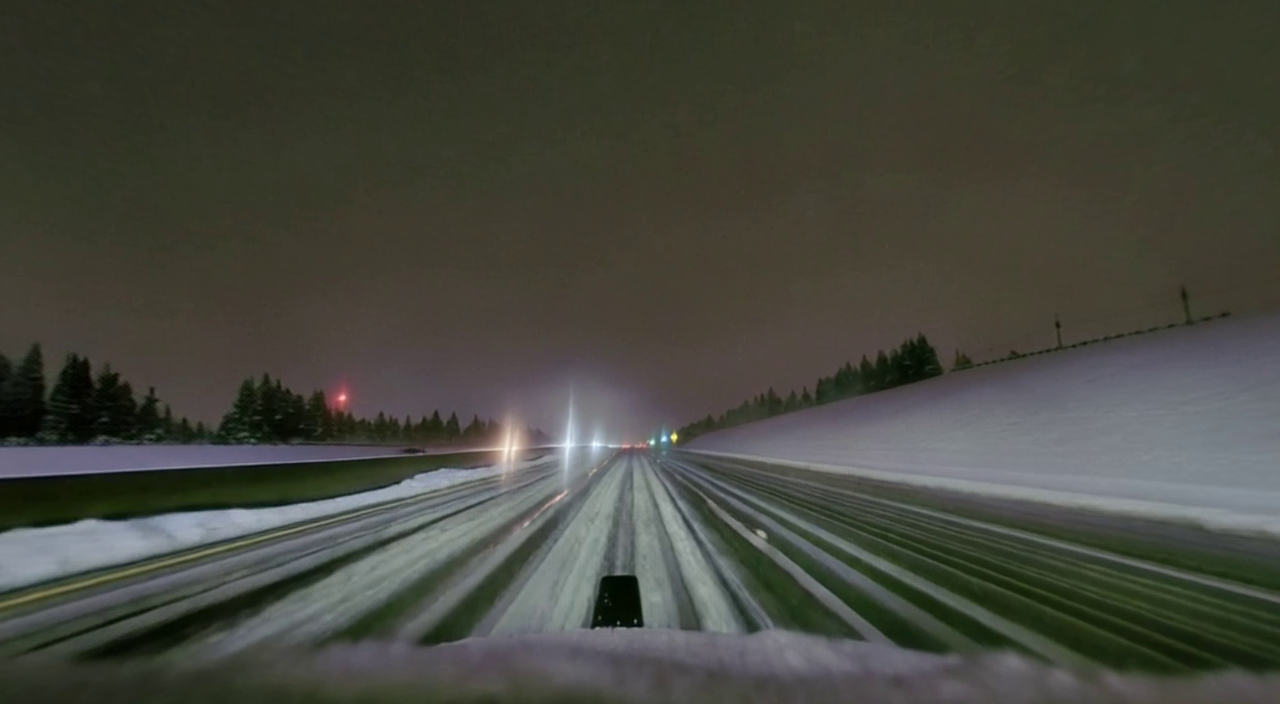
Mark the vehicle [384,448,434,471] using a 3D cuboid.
[{"bbox_3d":[-16.212,7.543,44.322,1.883,1.510,4.040,0,-8,1],"label":"vehicle"}]
